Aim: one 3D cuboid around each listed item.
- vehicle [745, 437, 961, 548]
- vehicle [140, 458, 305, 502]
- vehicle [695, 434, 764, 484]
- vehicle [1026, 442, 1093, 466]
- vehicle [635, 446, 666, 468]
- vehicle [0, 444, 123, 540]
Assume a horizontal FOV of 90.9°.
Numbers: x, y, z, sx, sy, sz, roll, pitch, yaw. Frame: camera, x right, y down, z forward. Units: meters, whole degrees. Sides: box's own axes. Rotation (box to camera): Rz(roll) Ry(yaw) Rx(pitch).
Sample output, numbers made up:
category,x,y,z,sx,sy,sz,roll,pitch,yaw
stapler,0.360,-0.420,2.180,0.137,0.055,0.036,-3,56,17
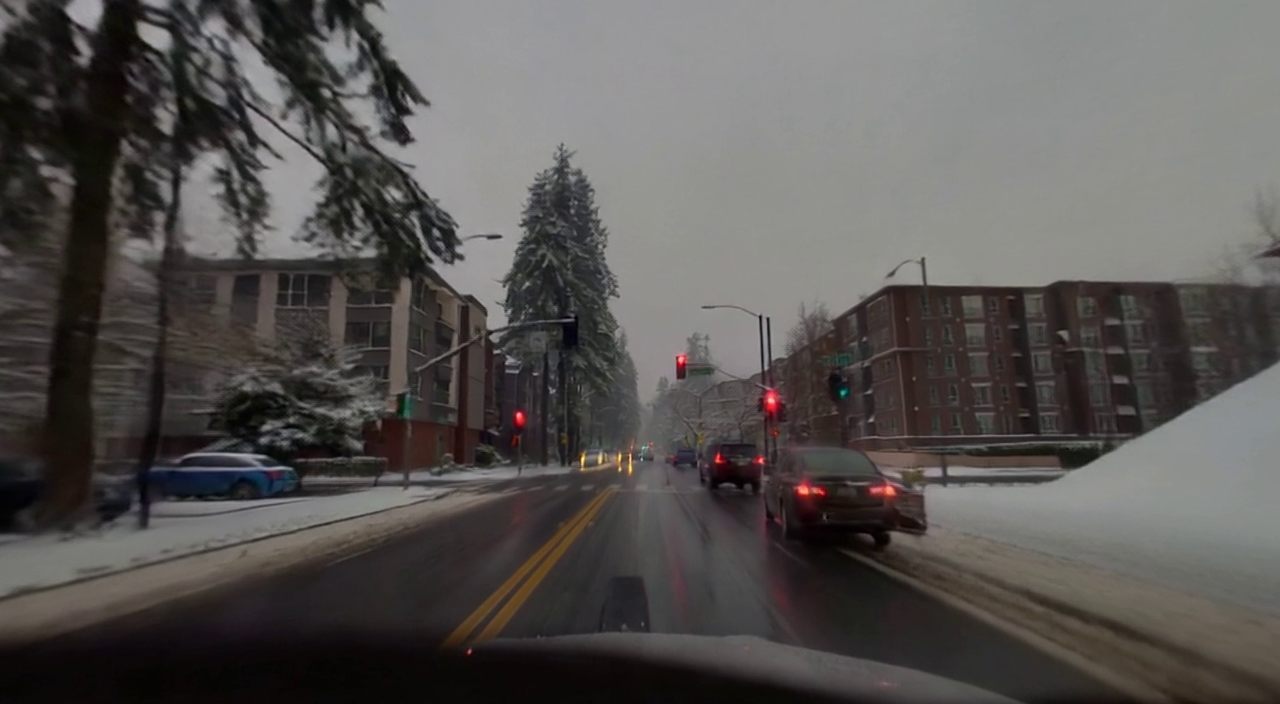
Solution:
category,x,y,z,sx,sy,sz,roll,pitch,yaw
vehicle,3.296,2.280,11.001,2.078,1.488,4.741,0,-9,0
vehicle,-15.290,4.696,23.256,4.727,1.483,2.002,-1,-9,4
vehicle,3.577,4.388,26.218,2.199,1.872,4.513,0,-9,0
vehicle,28.777,7.002,43.351,1.698,1.477,3.735,-2,-9,-7
vehicle,0.675,7.451,44.748,2.097,1.463,4.043,0,-9,0
vehicle,-15.308,3.223,14.658,4.650,1.993,2.225,-2,-8,3
